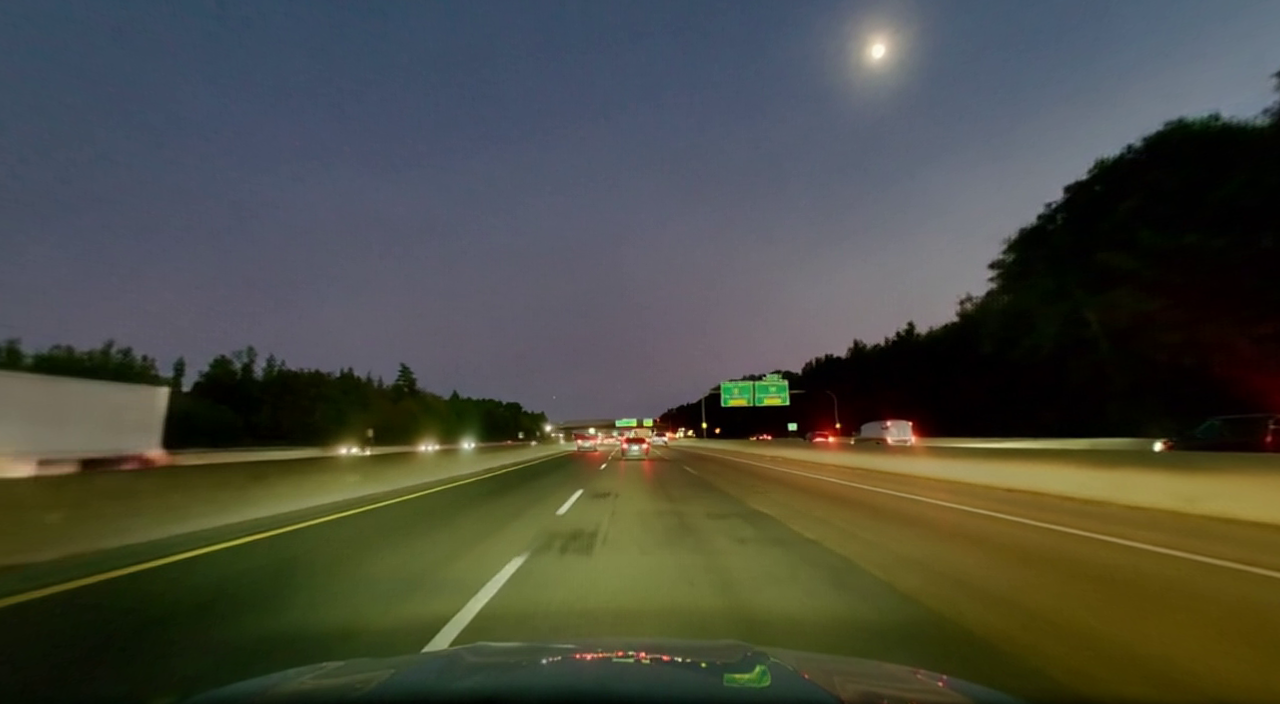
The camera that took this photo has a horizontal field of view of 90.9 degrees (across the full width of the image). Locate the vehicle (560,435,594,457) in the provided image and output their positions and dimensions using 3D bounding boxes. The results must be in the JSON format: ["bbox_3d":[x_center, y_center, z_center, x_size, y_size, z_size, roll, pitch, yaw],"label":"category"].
[{"bbox_3d":[-4.255,6.431,43.229,2.014,1.471,4.380,0,-8,-1],"label":"vehicle"}]

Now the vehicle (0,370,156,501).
[{"bbox_3d":[-19.775,2.116,16.069,3.005,3.718,15.585,0,-8,-2],"label":"vehicle"}]

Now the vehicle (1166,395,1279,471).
[{"bbox_3d":[22.638,2.909,22.581,2.232,2.540,6.015,0,-8,-2],"label":"vehicle"}]

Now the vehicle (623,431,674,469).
[{"bbox_3d":[0.287,4.313,28.022,2.086,1.554,3.875,0,-8,-2],"label":"vehicle"}]
